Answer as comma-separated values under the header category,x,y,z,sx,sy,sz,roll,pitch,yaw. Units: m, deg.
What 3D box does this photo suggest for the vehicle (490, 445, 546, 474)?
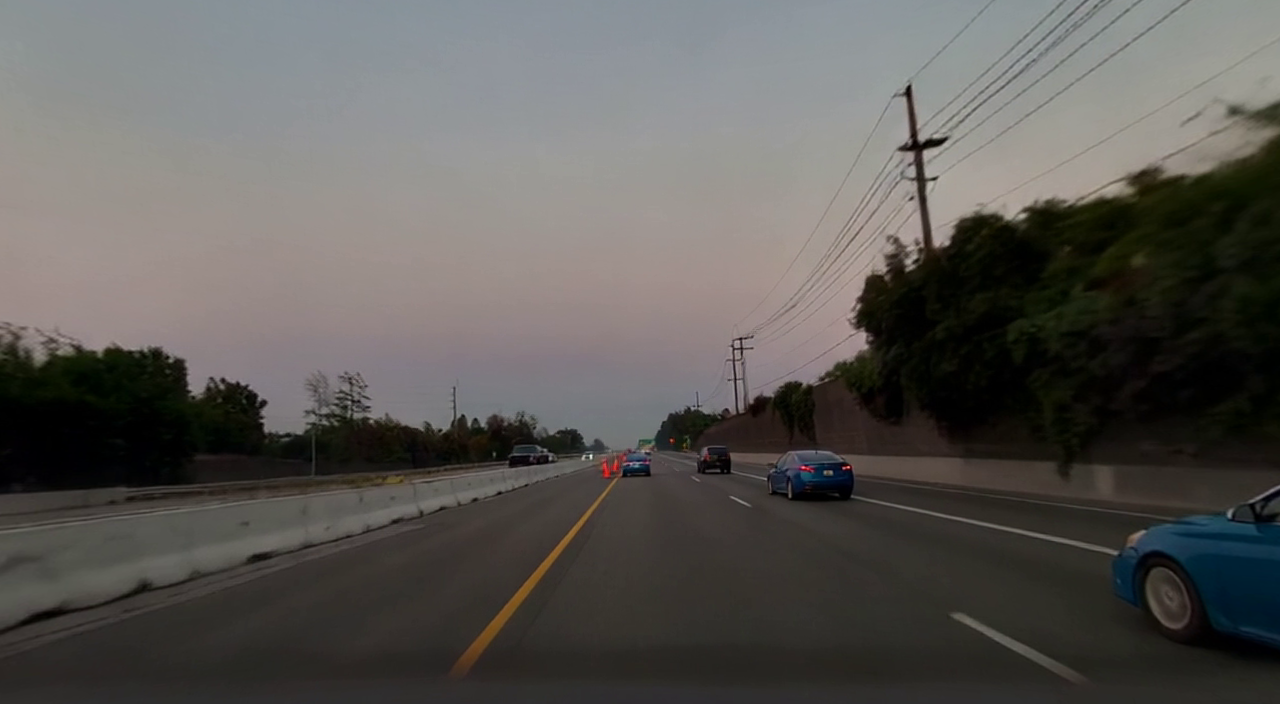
category,x,y,z,sx,sy,sz,roll,pitch,yaw
vehicle,-7.604,6.738,39.862,2.308,1.694,4.945,-1,-8,2

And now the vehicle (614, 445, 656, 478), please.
category,x,y,z,sx,sy,sz,roll,pitch,yaw
vehicle,-0.214,5.755,33.484,2.096,1.583,4.150,0,-8,1

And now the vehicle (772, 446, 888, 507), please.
category,x,y,z,sx,sy,sz,roll,pitch,yaw
vehicle,4.956,3.280,17.093,1.881,1.409,4.016,0,-8,0

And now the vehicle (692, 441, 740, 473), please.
category,x,y,z,sx,sy,sz,roll,pitch,yaw
vehicle,4.946,6.929,41.965,2.559,1.943,5.610,0,-8,1

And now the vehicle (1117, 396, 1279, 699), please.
category,x,y,z,sx,sy,sz,roll,pitch,yaw
vehicle,4.331,0.837,2.054,1.997,1.568,4.529,0,-8,0
